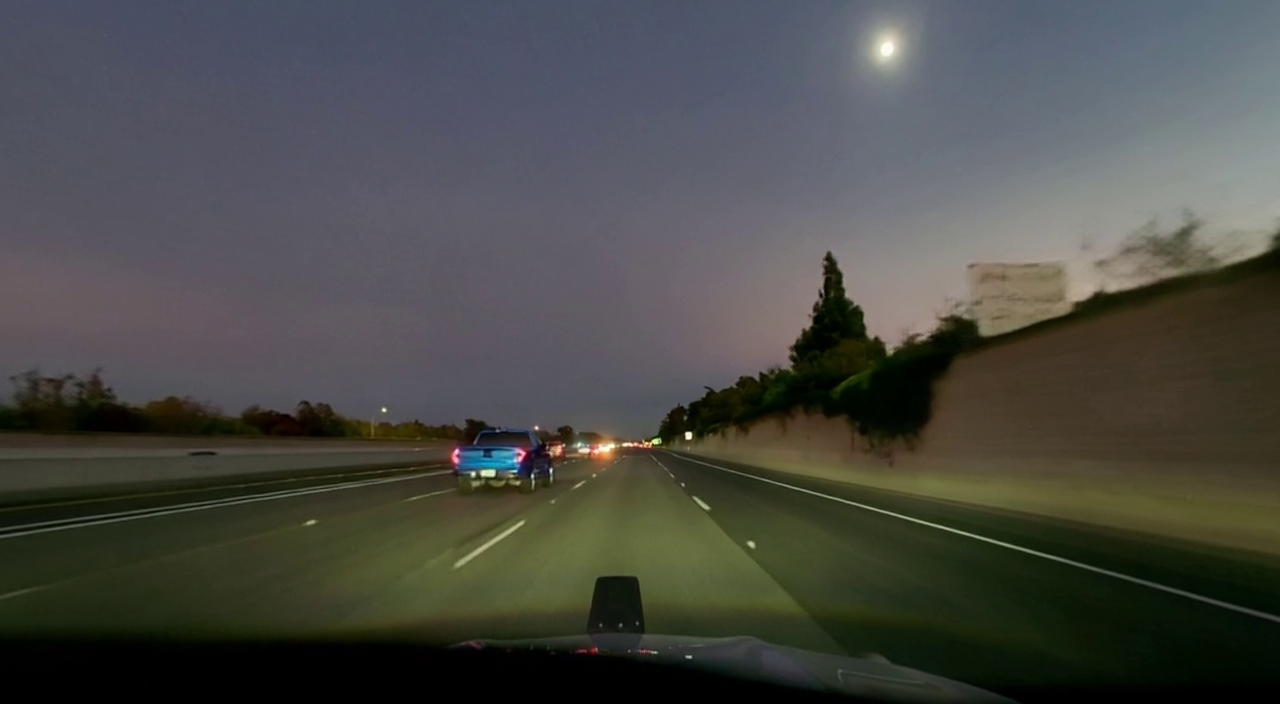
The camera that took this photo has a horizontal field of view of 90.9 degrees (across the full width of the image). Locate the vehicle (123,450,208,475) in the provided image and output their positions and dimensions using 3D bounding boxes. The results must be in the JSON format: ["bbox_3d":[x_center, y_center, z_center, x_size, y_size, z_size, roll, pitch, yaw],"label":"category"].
[{"bbox_3d":[-33.040,7.677,44.079,1.909,1.555,5.107,0,-8,1],"label":"vehicle"}]

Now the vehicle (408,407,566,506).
[{"bbox_3d":[-3.760,2.774,17.126,2.604,2.170,6.271,0,-8,1],"label":"vehicle"}]
